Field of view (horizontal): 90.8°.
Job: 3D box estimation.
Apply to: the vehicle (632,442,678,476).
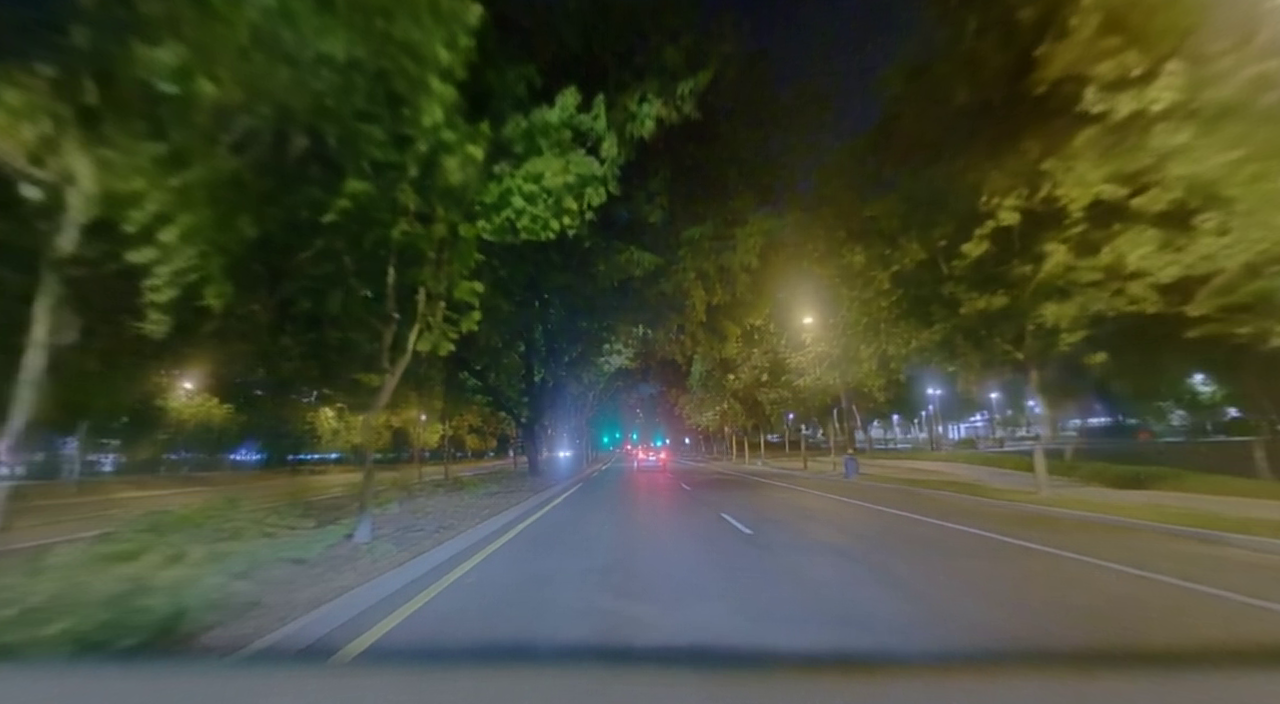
[{"bbox_3d":[0.675,5.288,31.531,2.048,1.584,4.393,0,-8,-2],"label":"vehicle"}]
